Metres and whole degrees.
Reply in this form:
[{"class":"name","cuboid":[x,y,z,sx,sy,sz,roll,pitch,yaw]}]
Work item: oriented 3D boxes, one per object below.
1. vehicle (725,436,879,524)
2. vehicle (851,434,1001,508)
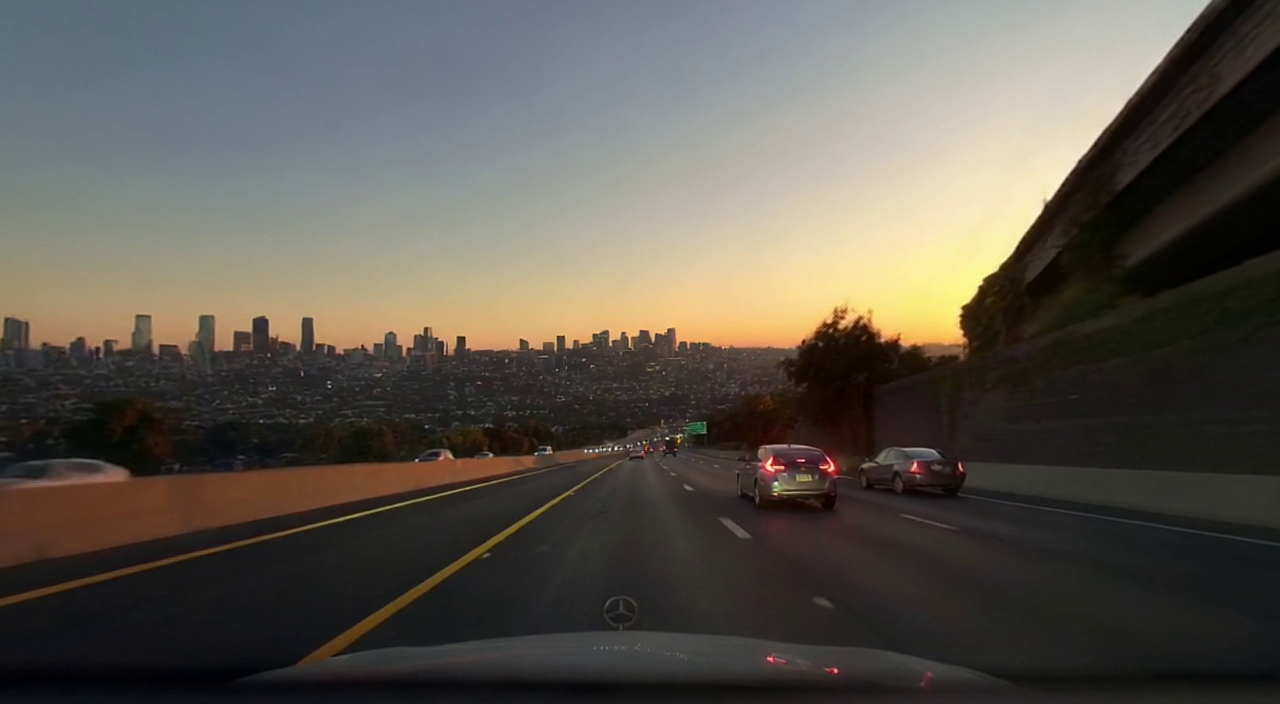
[{"class":"vehicle","cuboid":[3.172,2.600,13.503,1.982,1.533,4.612,0,-8,-1]},{"class":"vehicle","cuboid":[6.925,2.903,15.810,1.856,1.592,3.920,0,-8,-1]}]
